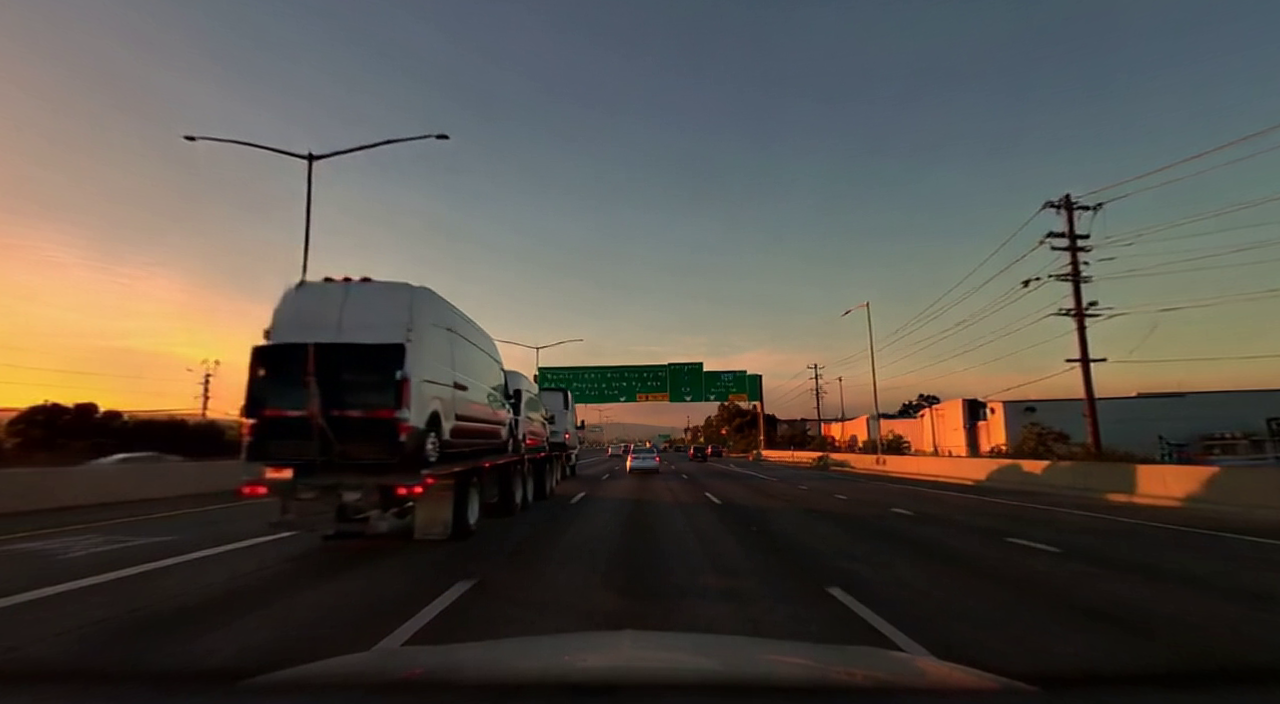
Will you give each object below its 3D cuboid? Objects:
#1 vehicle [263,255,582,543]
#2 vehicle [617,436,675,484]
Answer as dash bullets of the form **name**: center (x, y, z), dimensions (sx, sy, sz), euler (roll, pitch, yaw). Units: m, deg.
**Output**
- **vehicle**: center (-3.933, 1.835, 17.520), dimensions (2.888, 4.308, 16.259), euler (0, -8, 1)
- **vehicle**: center (0.229, 4.565, 26.898), dimensions (2.279, 1.837, 4.747), euler (0, -8, 0)
